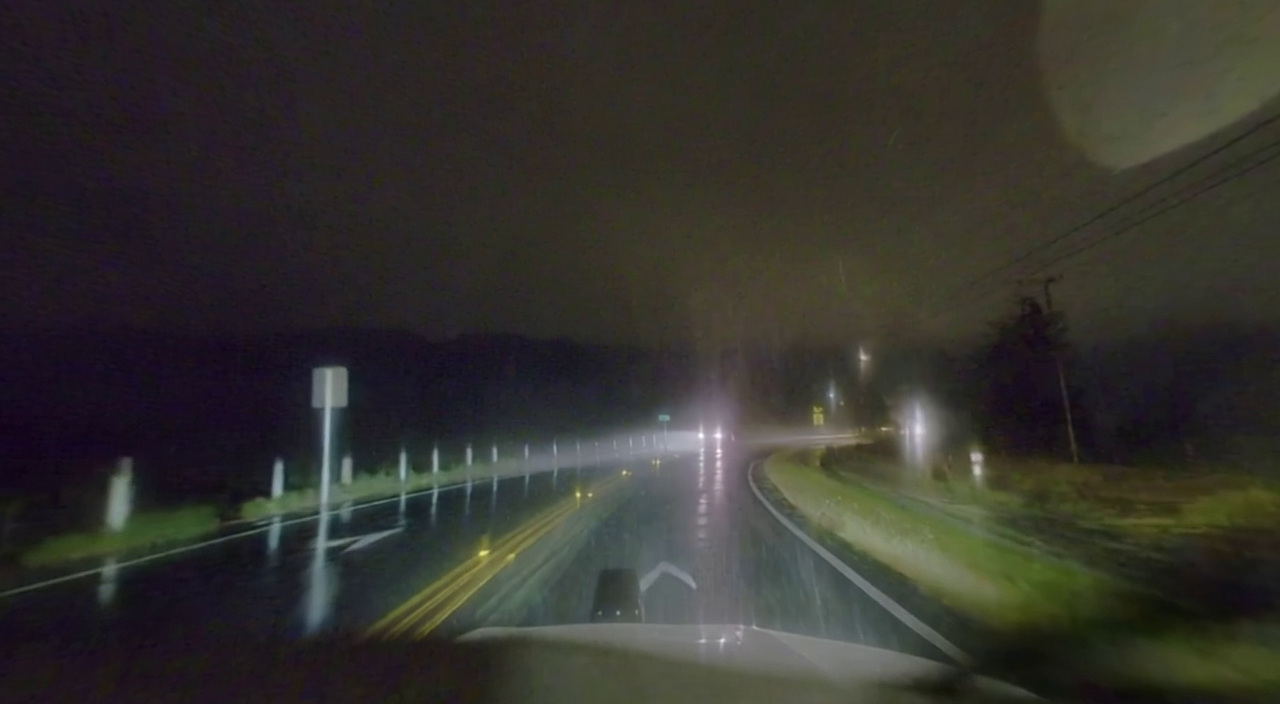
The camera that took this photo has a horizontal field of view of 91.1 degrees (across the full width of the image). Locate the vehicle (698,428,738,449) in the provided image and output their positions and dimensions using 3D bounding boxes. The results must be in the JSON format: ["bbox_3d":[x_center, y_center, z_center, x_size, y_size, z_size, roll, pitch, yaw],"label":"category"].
[{"bbox_3d":[6.163,6.767,49.197,1.961,1.525,4.056,-3,-8,25],"label":"vehicle"}]
